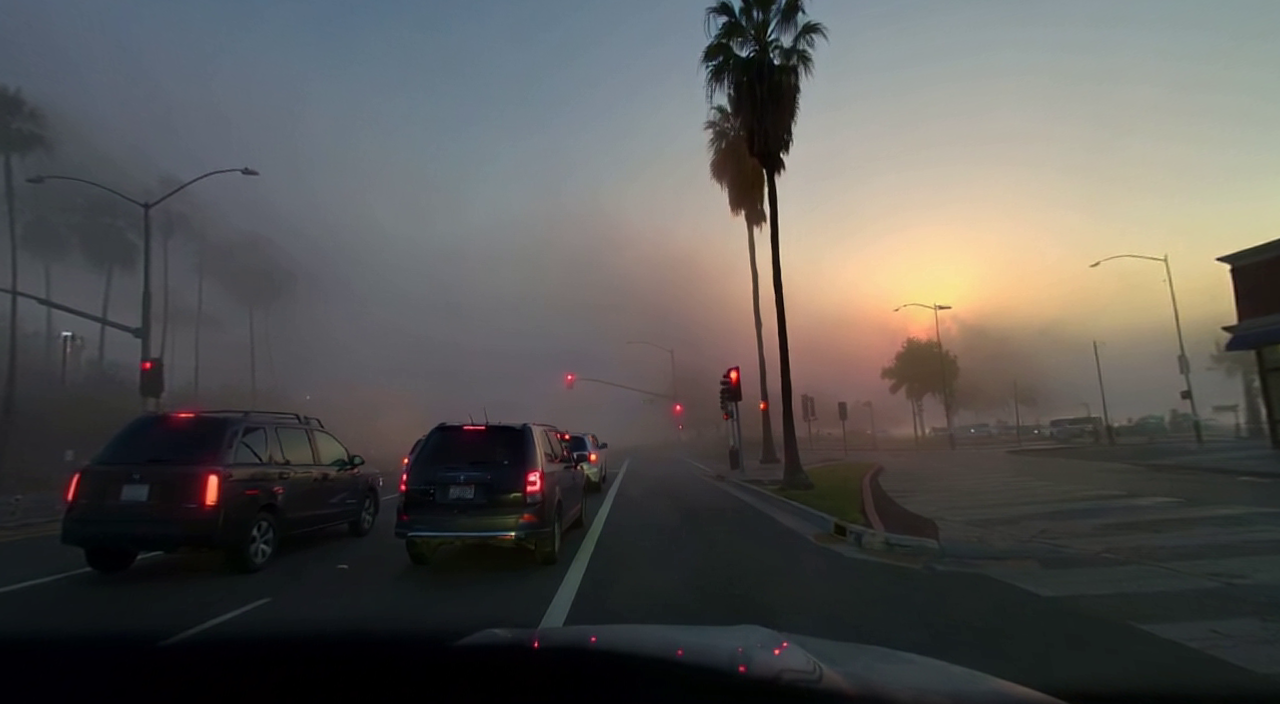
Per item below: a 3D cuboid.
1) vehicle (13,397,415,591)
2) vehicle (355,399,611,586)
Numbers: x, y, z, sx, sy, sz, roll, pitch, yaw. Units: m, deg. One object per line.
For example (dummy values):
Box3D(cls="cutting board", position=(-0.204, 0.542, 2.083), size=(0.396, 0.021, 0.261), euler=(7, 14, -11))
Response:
Box3D(cls="vehicle", position=(-5.024, 1.744, 8.619), size=(2.025, 1.862, 4.804), euler=(0, -9, 1))
Box3D(cls="vehicle", position=(-1.582, 1.657, 8.215), size=(2.153, 1.759, 4.320), euler=(0, -9, 1))
